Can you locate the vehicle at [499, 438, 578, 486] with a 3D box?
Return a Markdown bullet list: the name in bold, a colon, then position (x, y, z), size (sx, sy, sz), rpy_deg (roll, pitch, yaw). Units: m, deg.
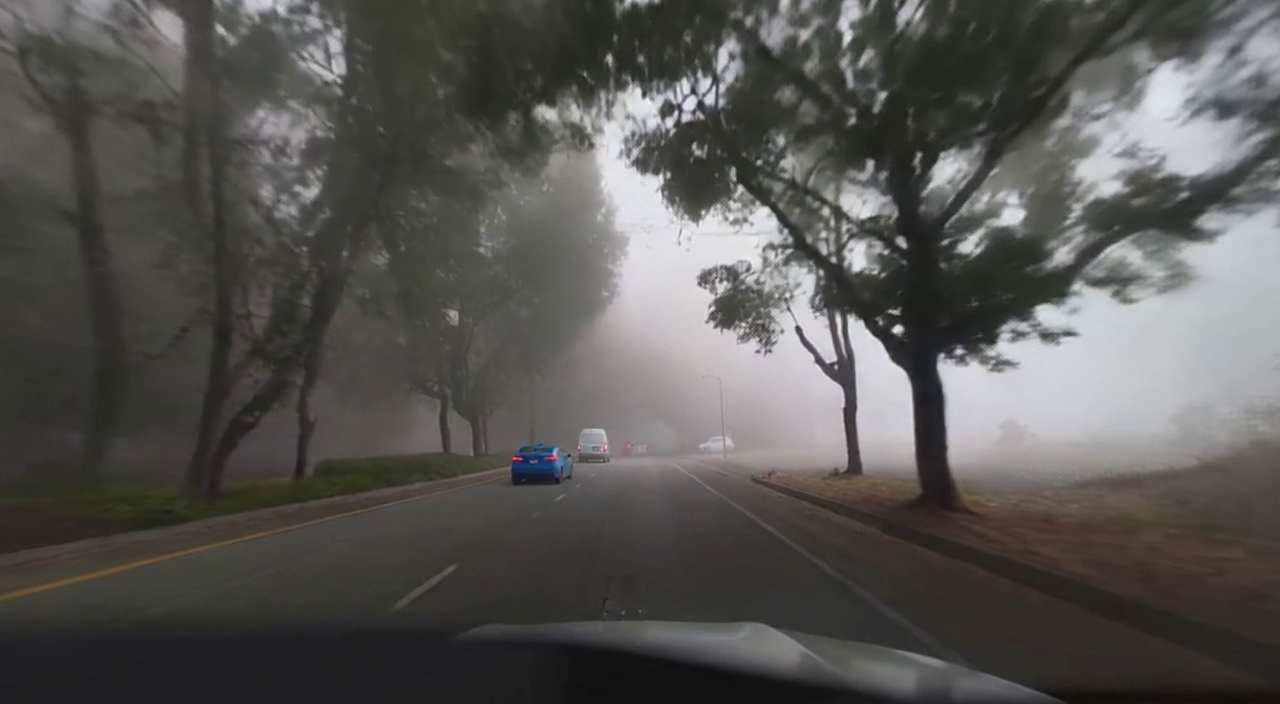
- **vehicle**: position (-3.409, 3.779, 21.983), size (2.009, 1.473, 4.028), rpy_deg (0, -8, 1)
